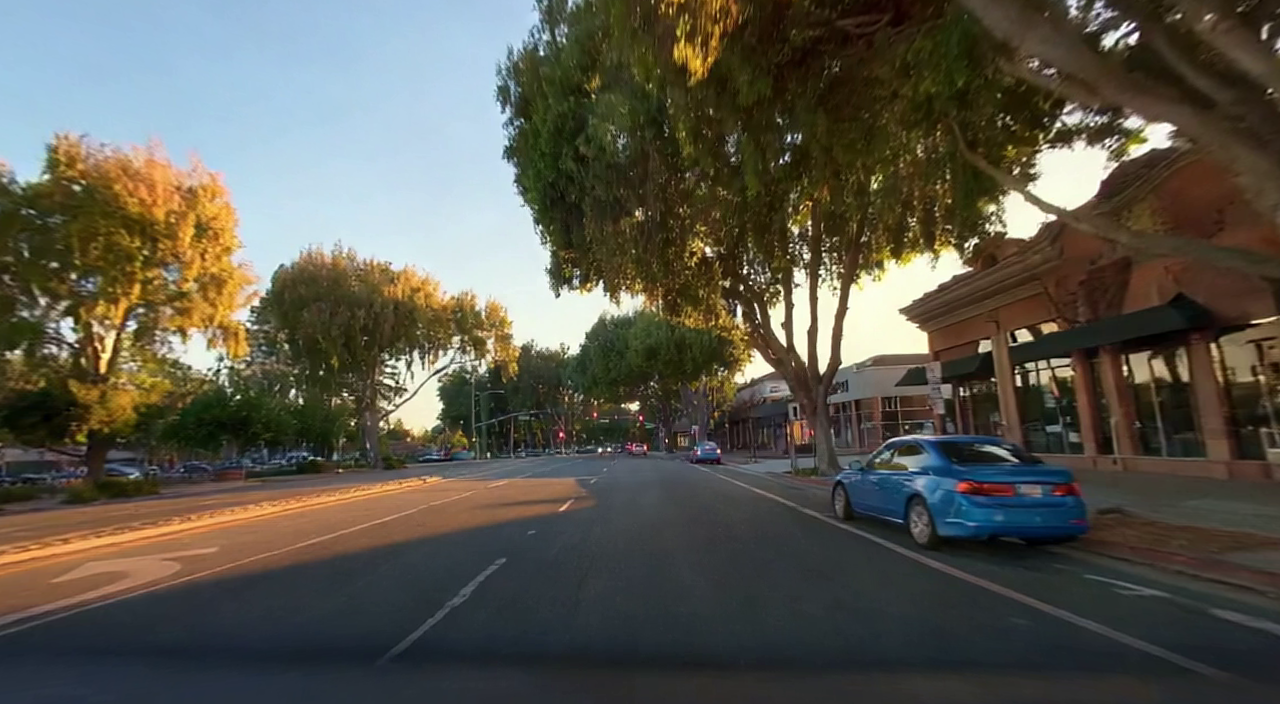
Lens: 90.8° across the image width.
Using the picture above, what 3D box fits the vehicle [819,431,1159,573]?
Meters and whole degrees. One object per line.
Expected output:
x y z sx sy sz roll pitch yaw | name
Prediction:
4.325 1.920 9.015 2.093 1.446 4.761 0 -8 -1 | vehicle

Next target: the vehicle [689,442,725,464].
4.647 7.082 44.384 1.942 1.469 4.049 0 -9 -3 | vehicle
